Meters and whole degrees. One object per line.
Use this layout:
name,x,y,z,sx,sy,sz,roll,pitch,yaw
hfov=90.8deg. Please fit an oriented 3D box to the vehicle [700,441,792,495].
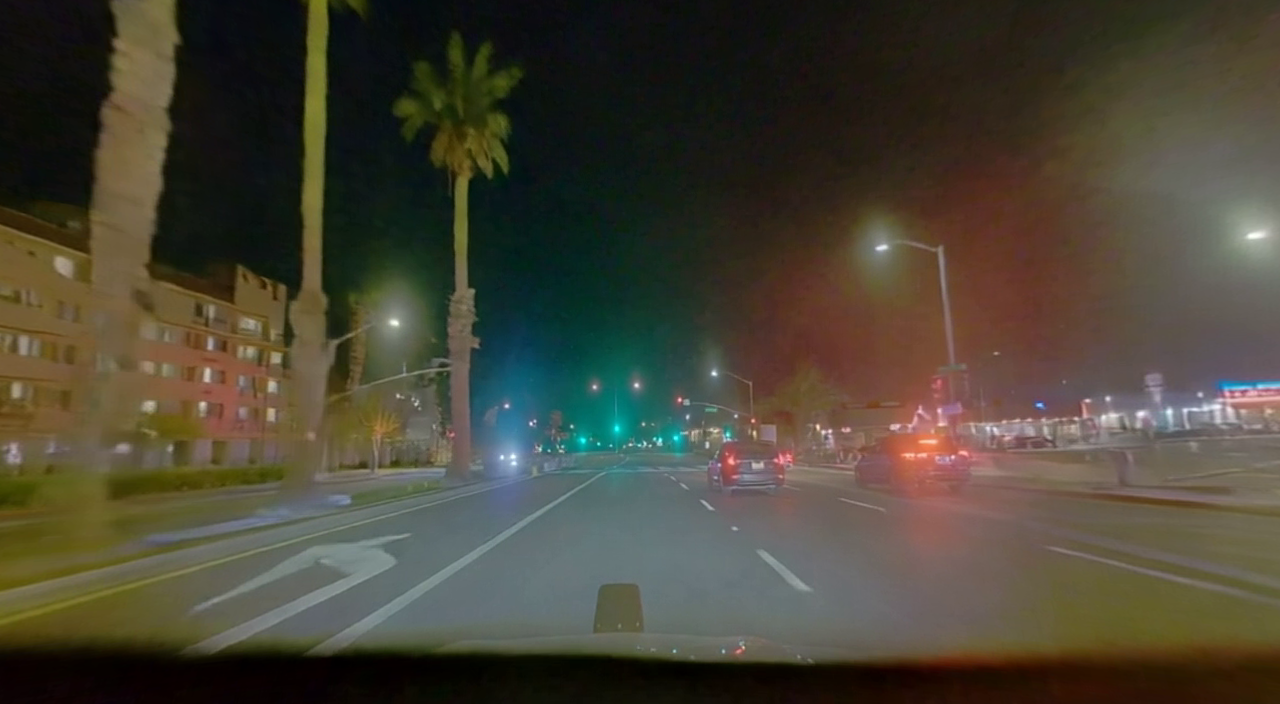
vehicle,3.070,3.465,19.269,1.964,1.448,4.295,0,-8,-1
